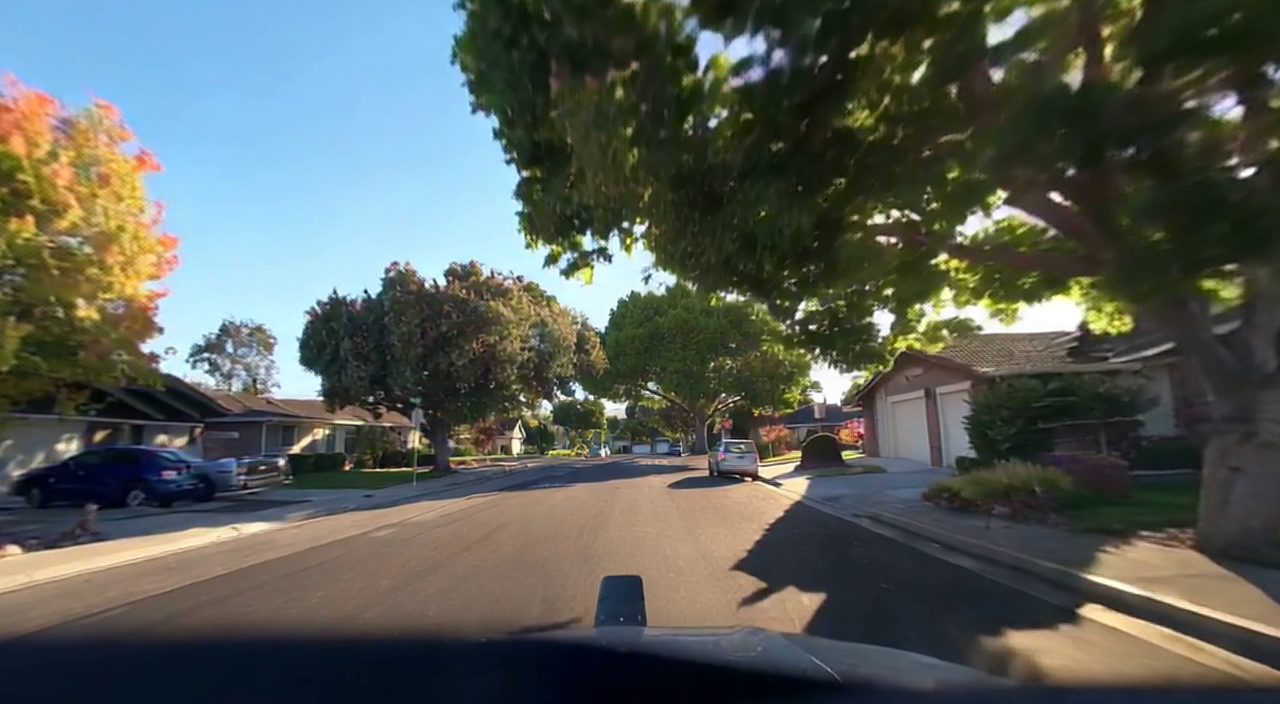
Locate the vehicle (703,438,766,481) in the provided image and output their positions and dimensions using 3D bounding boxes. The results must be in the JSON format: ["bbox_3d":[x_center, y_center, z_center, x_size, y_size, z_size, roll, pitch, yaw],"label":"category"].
[{"bbox_3d":[3.585,4.161,24.686,1.975,1.528,4.000,0,-9,2],"label":"vehicle"}]

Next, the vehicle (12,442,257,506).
[{"bbox_3d":[-12.983,3.150,16.517,4.572,1.522,1.999,1,-9,-3],"label":"vehicle"}]
